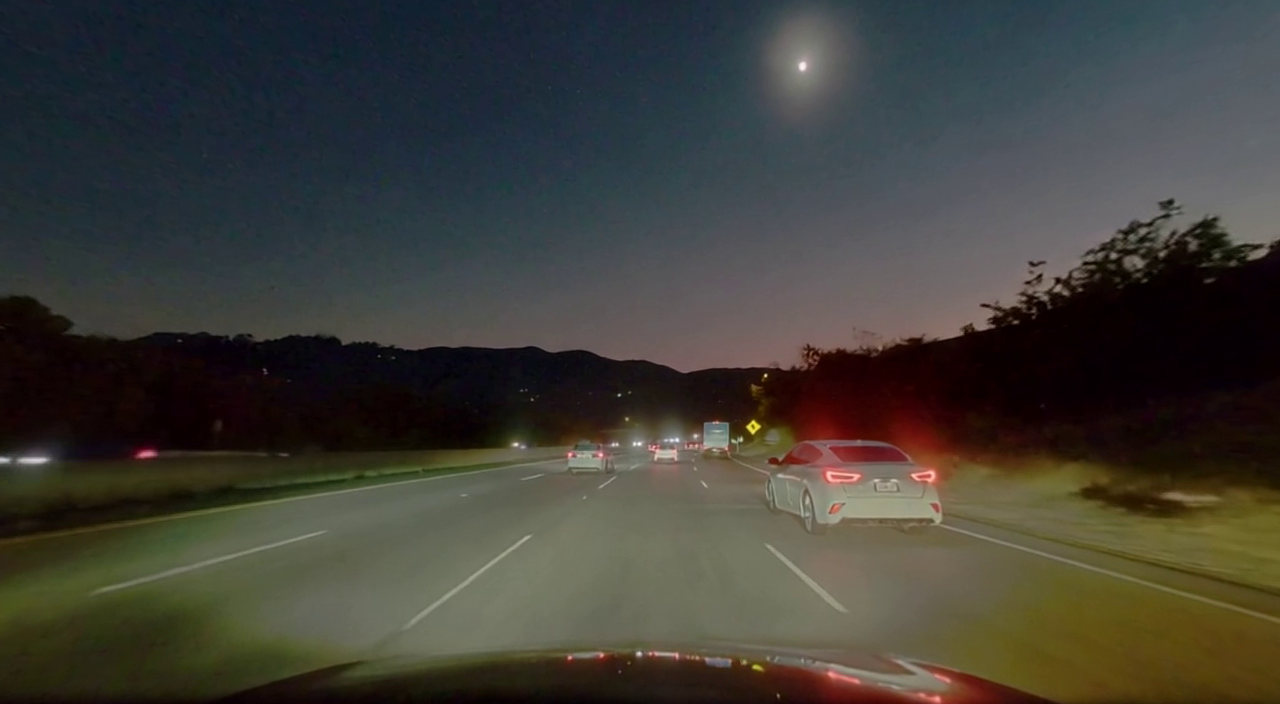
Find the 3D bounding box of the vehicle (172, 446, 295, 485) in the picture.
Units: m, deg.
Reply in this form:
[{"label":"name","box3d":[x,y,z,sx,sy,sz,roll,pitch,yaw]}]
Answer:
[{"label":"vehicle","box3d":[-16.414,4.593,25.807,1.880,1.422,4.410,-1,-8,4]}]

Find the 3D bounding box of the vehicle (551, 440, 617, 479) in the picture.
[{"label":"vehicle","box3d":[-2.232,4.455,26.467,2.031,1.491,4.792,-1,-8,4]}]

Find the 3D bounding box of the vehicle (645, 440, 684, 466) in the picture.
[{"label":"vehicle","box3d":[1.524,6.115,38.197,2.202,1.467,3.929,-1,-8,4]}]

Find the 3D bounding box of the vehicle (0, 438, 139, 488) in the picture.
[{"label":"vehicle","box3d":[-19.810,3.722,21.512,1.789,1.520,4.258,-1,-8,3]}]

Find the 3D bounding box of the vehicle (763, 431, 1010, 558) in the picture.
[{"label":"vehicle","box3d":[3.307,1.987,9.575,2.013,1.464,4.317,0,-8,0]}]
